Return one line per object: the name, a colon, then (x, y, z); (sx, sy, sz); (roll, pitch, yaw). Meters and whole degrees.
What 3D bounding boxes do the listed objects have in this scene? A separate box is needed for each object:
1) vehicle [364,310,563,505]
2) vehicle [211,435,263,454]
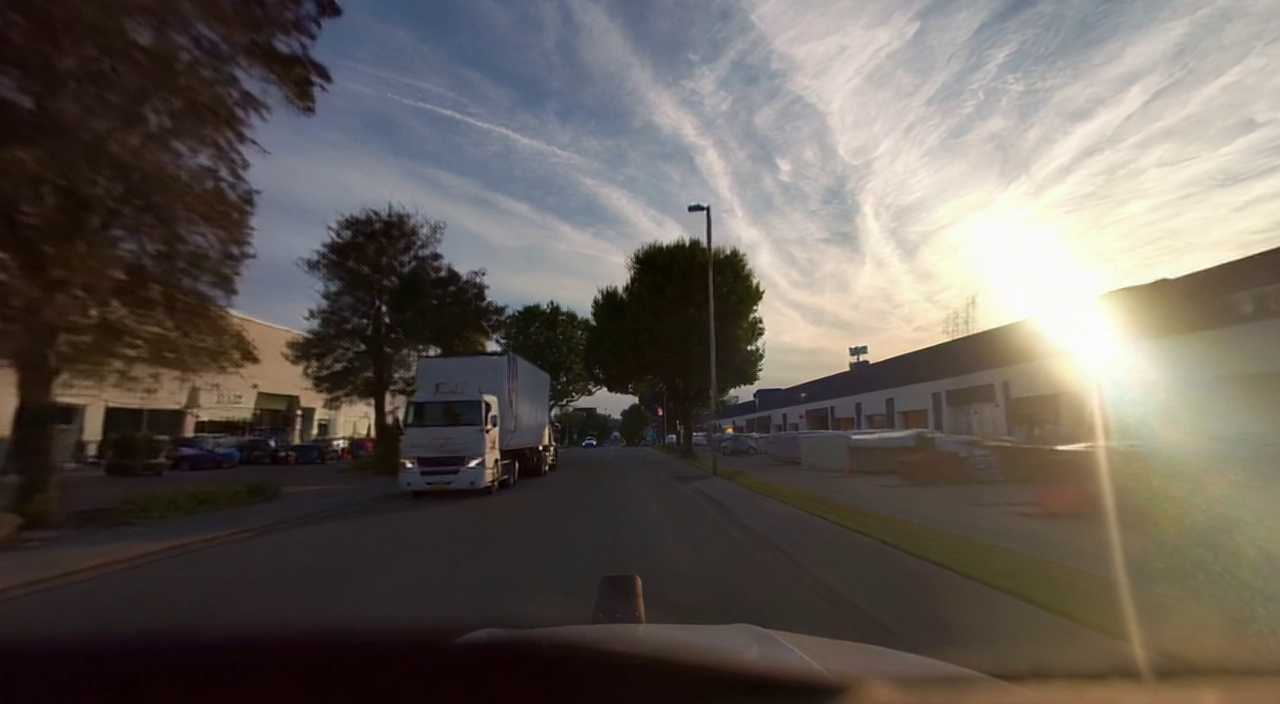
vehicle: (-5.188, 2.261, 22.883); (2.976, 4.754, 15.127); (0, -7, 0)
vehicle: (-30.907, 7.102, 48.294); (1.617, 1.432, 3.486); (-1, -8, 1)
